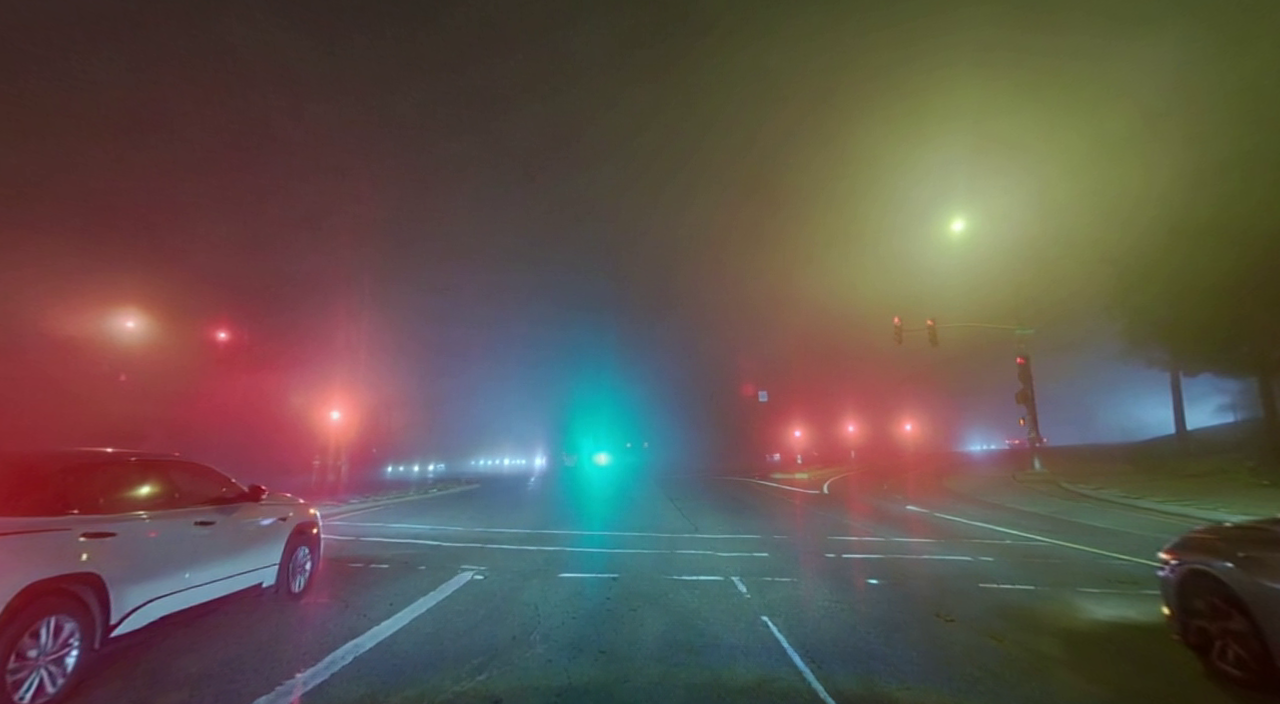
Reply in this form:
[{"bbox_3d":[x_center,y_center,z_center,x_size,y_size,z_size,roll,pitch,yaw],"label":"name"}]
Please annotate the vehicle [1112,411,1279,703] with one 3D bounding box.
[{"bbox_3d":[2.807,0.630,0.110,1.909,1.425,4.521,0,-9,-1],"label":"vehicle"}]
